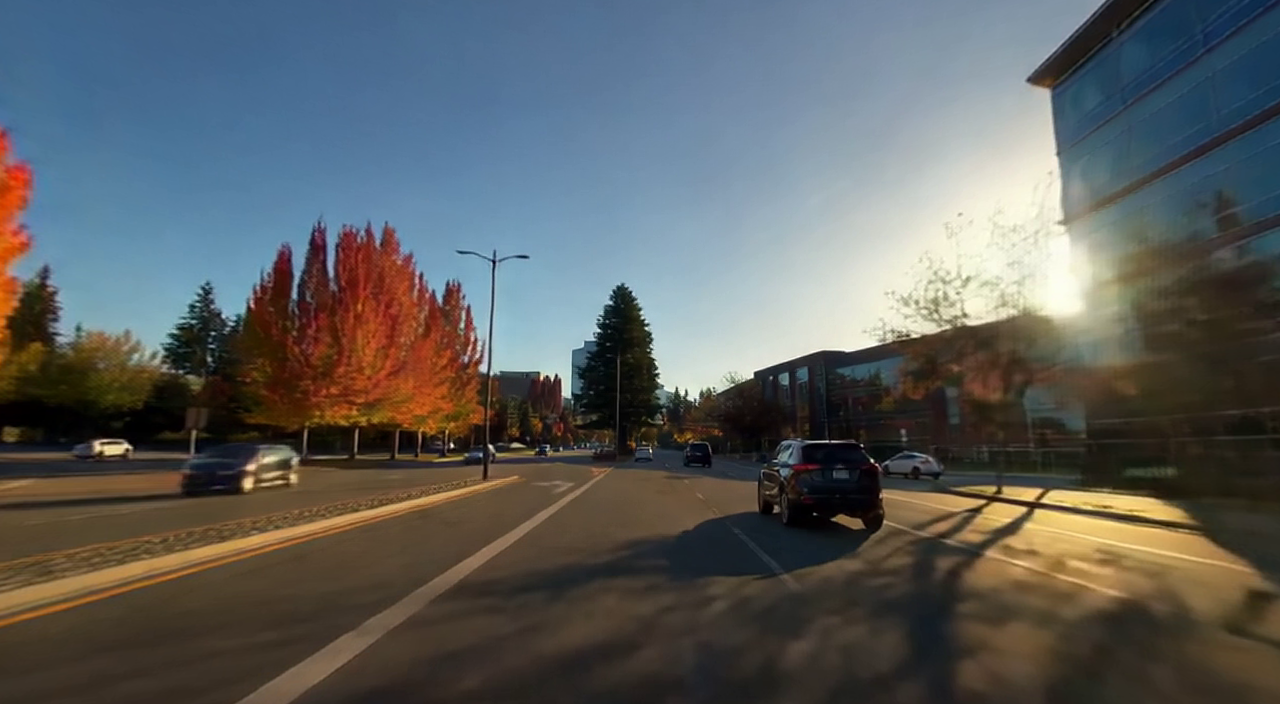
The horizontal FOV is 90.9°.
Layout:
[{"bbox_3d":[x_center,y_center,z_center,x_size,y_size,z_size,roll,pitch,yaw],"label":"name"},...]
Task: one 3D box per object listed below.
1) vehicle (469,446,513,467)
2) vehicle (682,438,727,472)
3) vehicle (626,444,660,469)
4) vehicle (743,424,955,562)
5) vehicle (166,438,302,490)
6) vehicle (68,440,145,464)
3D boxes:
[{"bbox_3d":[-11.136,7.812,47.532,2.055,1.479,4.693,-1,-8,2],"label":"vehicle"},{"bbox_3d":[3.826,6.192,38.280,2.154,1.844,4.634,2,-8,-1],"label":"vehicle"},{"bbox_3d":[0.156,6.513,39.569,1.991,1.477,3.814,0,-8,0],"label":"vehicle"},{"bbox_3d":[2.863,1.999,9.660,1.901,1.634,3.896,1,-8,0],"label":"vehicle"},{"bbox_3d":[-14.866,4.094,23.441,2.064,1.697,4.381,-1,-8,1],"label":"vehicle"},{"bbox_3d":[-41.504,7.788,49.202,1.920,1.763,4.591,0,-8,0],"label":"vehicle"}]
